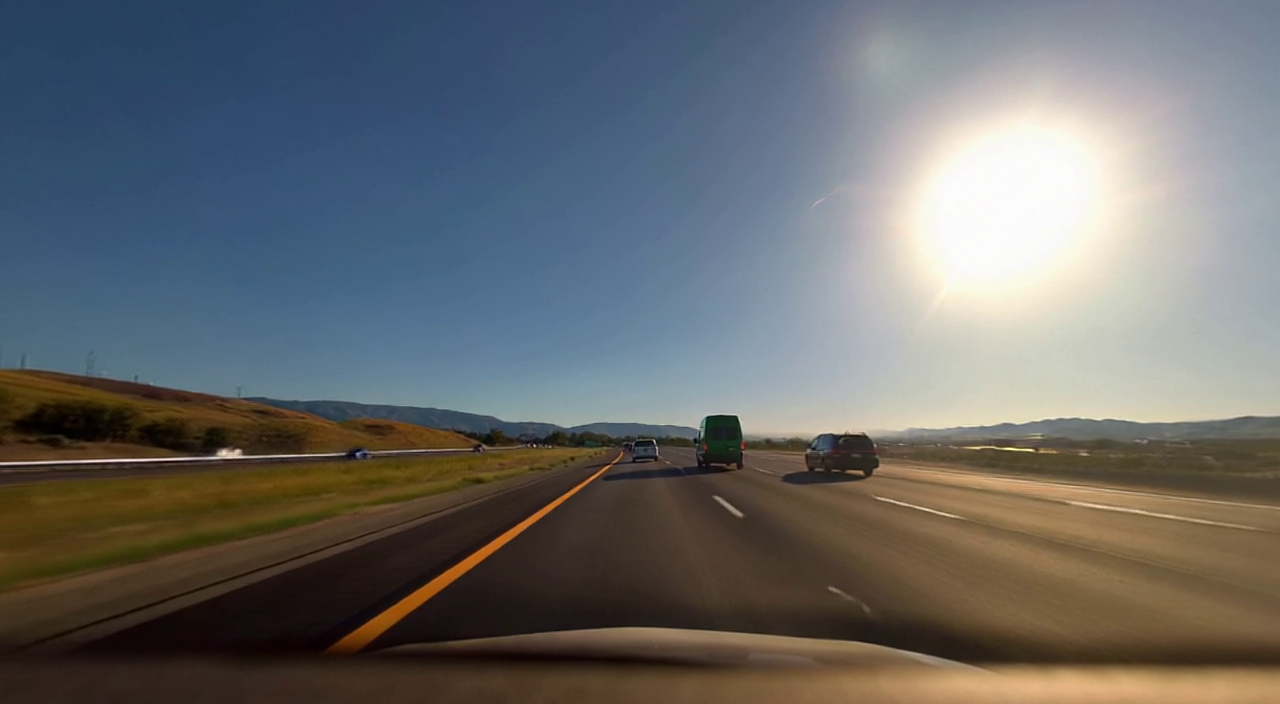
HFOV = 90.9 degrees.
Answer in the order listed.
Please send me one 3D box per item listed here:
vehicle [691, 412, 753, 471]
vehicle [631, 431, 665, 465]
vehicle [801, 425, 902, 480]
[{"bbox_3d":[4.007,4.562,31.947,2.302,2.670,6.176,0,-8,0],"label":"vehicle"},{"bbox_3d":[0.523,6.432,42.202,2.131,2.122,4.473,0,-8,0],"label":"vehicle"},{"bbox_3d":[8.054,3.886,24.659,2.240,1.925,4.854,0,-8,0],"label":"vehicle"}]
